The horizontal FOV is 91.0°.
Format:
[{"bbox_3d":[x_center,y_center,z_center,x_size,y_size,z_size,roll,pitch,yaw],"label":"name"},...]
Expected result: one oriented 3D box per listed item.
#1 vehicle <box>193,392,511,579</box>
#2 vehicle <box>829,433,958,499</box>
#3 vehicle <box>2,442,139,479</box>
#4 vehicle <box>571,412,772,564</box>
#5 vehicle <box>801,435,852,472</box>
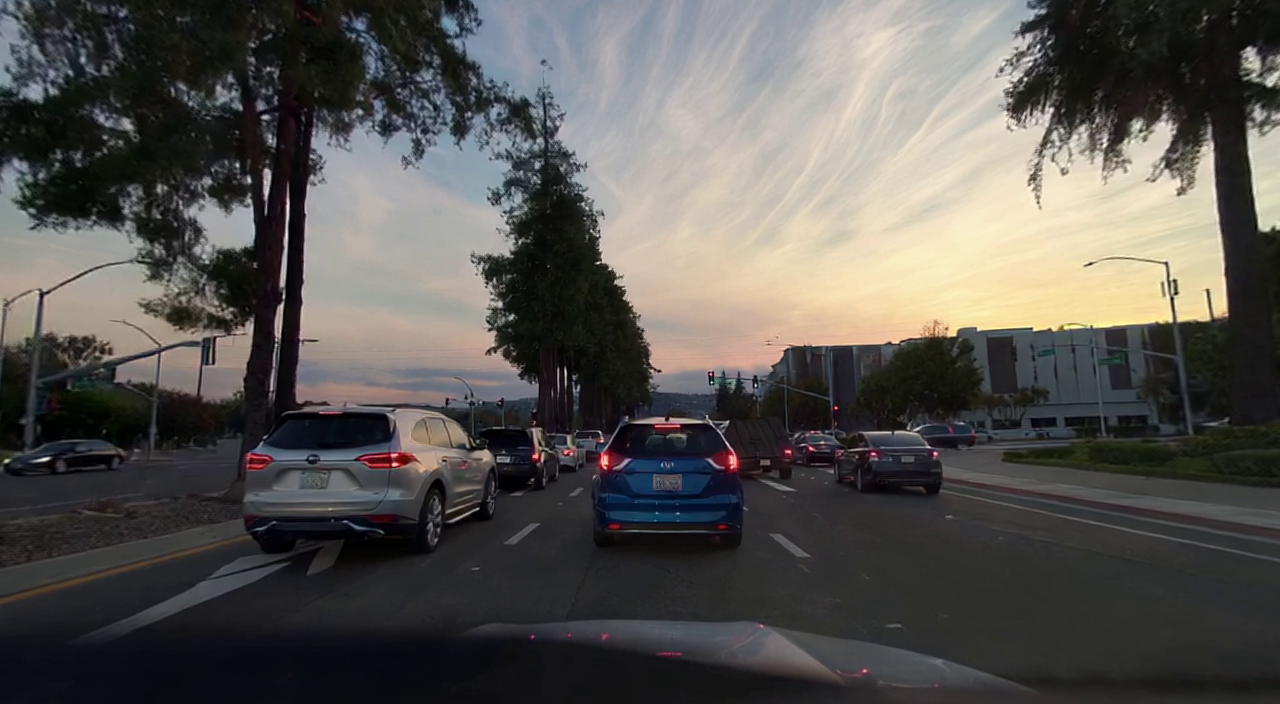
[{"bbox_3d":[-3.261,1.620,8.381,2.085,1.812,4.388,0,-8,1],"label":"vehicle"},{"bbox_3d":[6.860,3.111,17.621,2.067,1.599,4.251,-1,-8,4],"label":"vehicle"},{"bbox_3d":[-23.904,4.539,26.643,1.966,1.415,4.084,0,-8,0],"label":"vehicle"},{"bbox_3d":[0.371,1.795,9.038,2.189,1.649,4.171,0,-8,1],"label":"vehicle"},{"bbox_3d":[8.997,4.847,30.213,2.032,1.621,4.082,-3,-9,20],"label":"vehicle"}]
